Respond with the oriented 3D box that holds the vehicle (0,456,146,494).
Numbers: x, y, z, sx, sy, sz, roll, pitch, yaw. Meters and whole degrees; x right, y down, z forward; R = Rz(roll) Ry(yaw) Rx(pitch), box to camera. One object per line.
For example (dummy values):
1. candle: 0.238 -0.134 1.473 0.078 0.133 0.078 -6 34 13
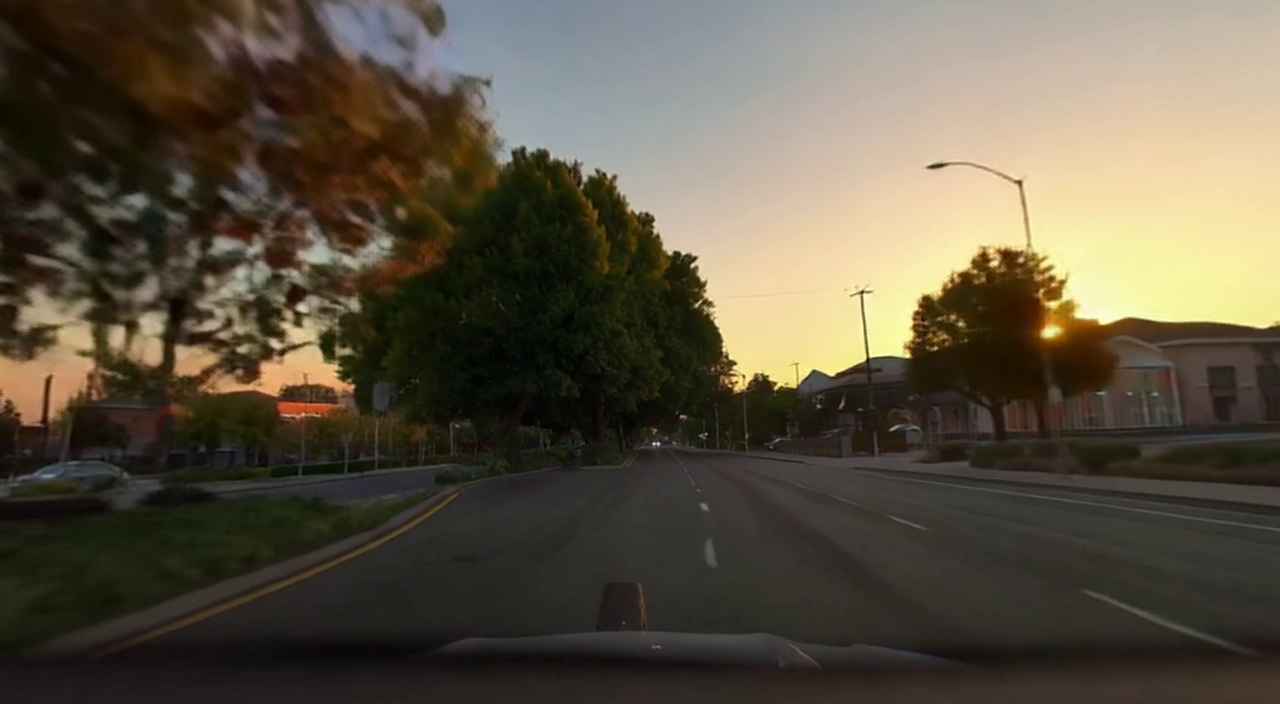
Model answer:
1. vehicle: -32.013 6.901 35.712 2.510 1.873 5.815 -2 -9 10
